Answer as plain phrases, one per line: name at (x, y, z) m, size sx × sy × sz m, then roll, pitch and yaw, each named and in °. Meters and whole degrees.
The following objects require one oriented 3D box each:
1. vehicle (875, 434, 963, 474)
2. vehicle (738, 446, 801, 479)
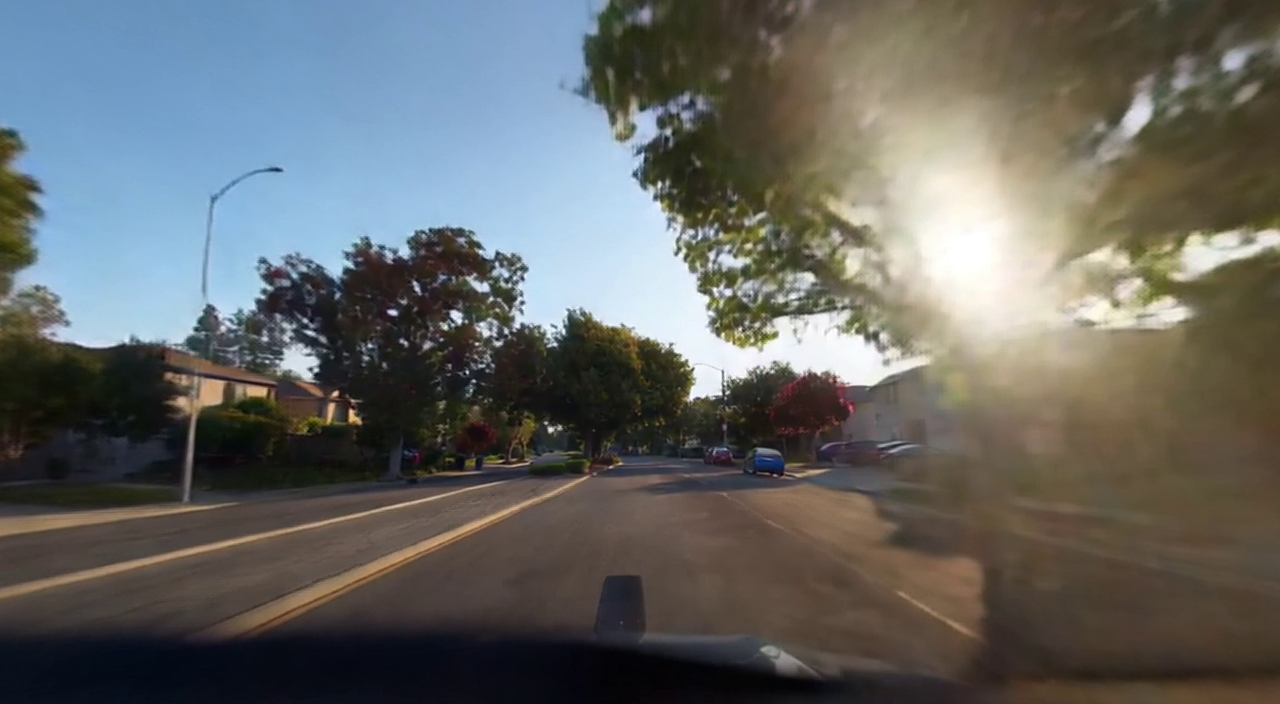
vehicle at (13.379, 4.931, 30.626) m, size 1.978 × 1.738 × 4.734 m, roll -2°, pitch -9°, yaw -1°
vehicle at (6.561, 5.635, 32.547) m, size 2.042 × 1.511 × 5.029 m, roll 0°, pitch -9°, yaw -2°
